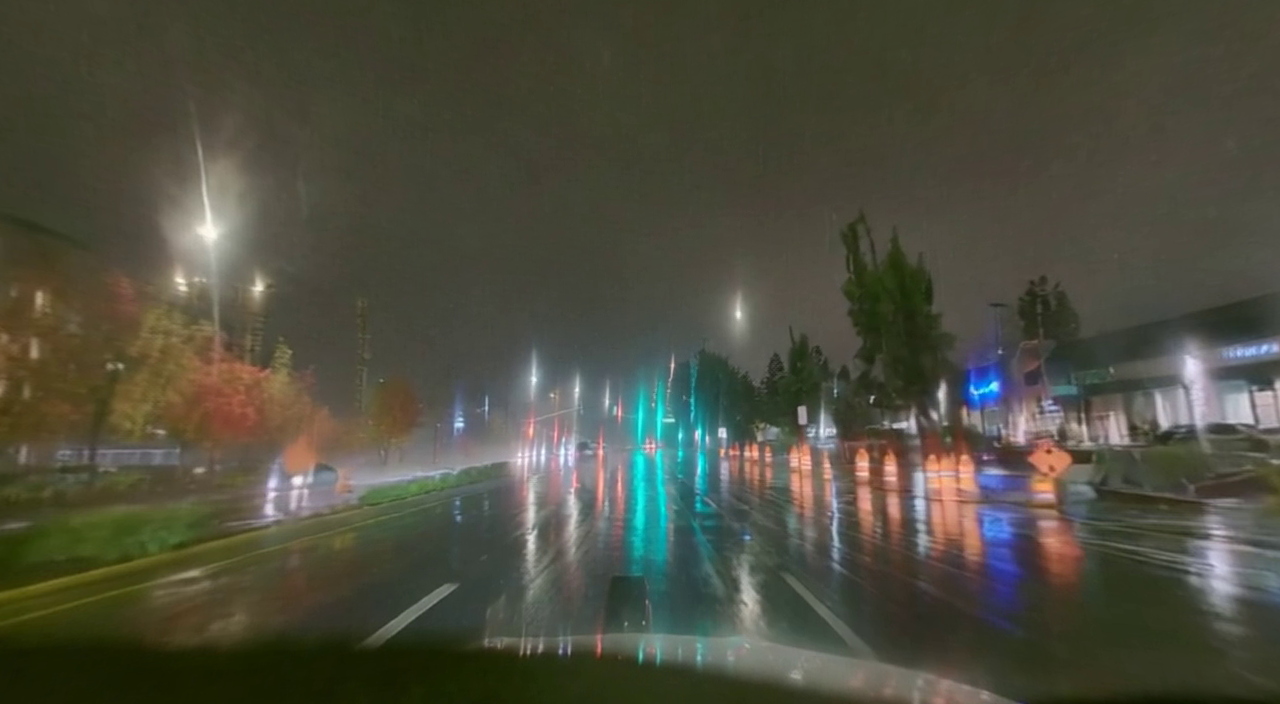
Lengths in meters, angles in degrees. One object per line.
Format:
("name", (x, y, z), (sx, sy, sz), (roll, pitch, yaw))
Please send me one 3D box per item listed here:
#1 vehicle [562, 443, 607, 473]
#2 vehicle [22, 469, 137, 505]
("vehicle", (-2.863, 5.545, 33.211), (1.926, 1.442, 4.231), (0, -8, 1))
("vehicle", (-30.097, 7.229, 33.991), (4.492, 1.450, 1.833), (3, -11, -42))
